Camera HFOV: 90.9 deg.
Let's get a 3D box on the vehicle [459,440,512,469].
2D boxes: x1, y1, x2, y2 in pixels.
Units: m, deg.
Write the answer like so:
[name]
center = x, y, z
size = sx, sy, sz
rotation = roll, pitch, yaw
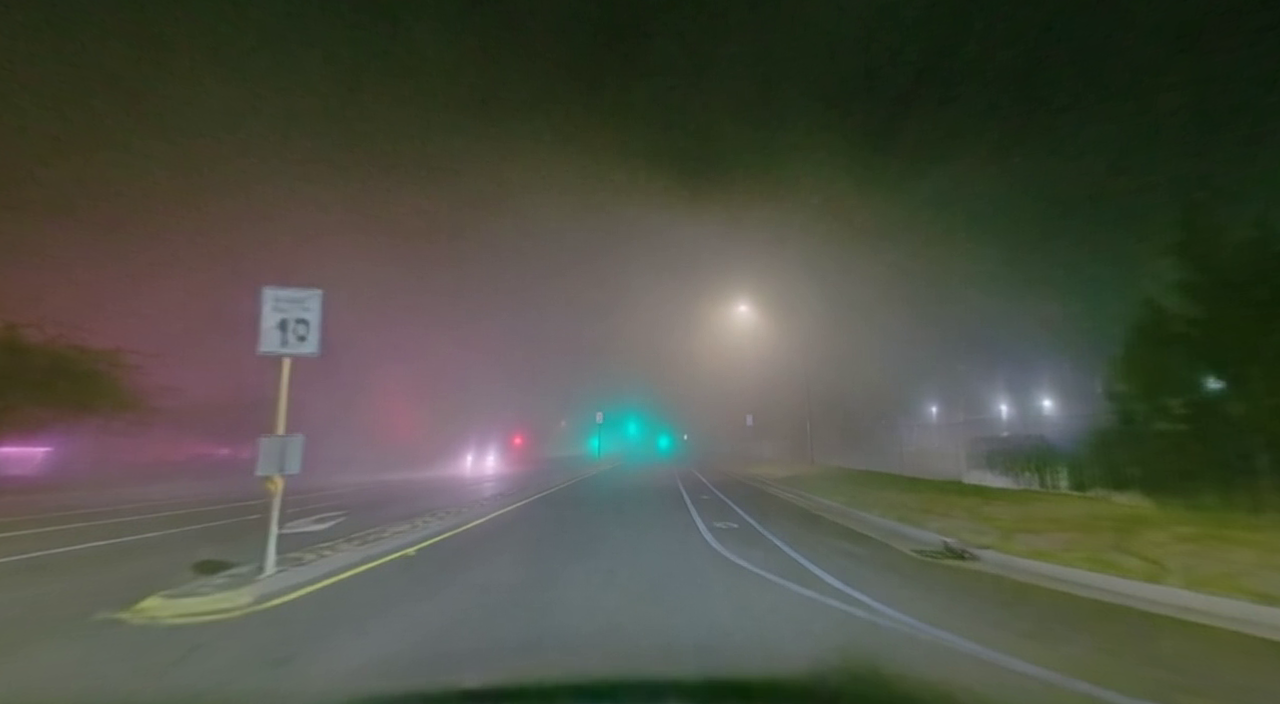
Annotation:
[vehicle]
center = -10.852, 7.243, 44.693
size = 2.336, 1.905, 4.908
rotation = 0, -8, 1
